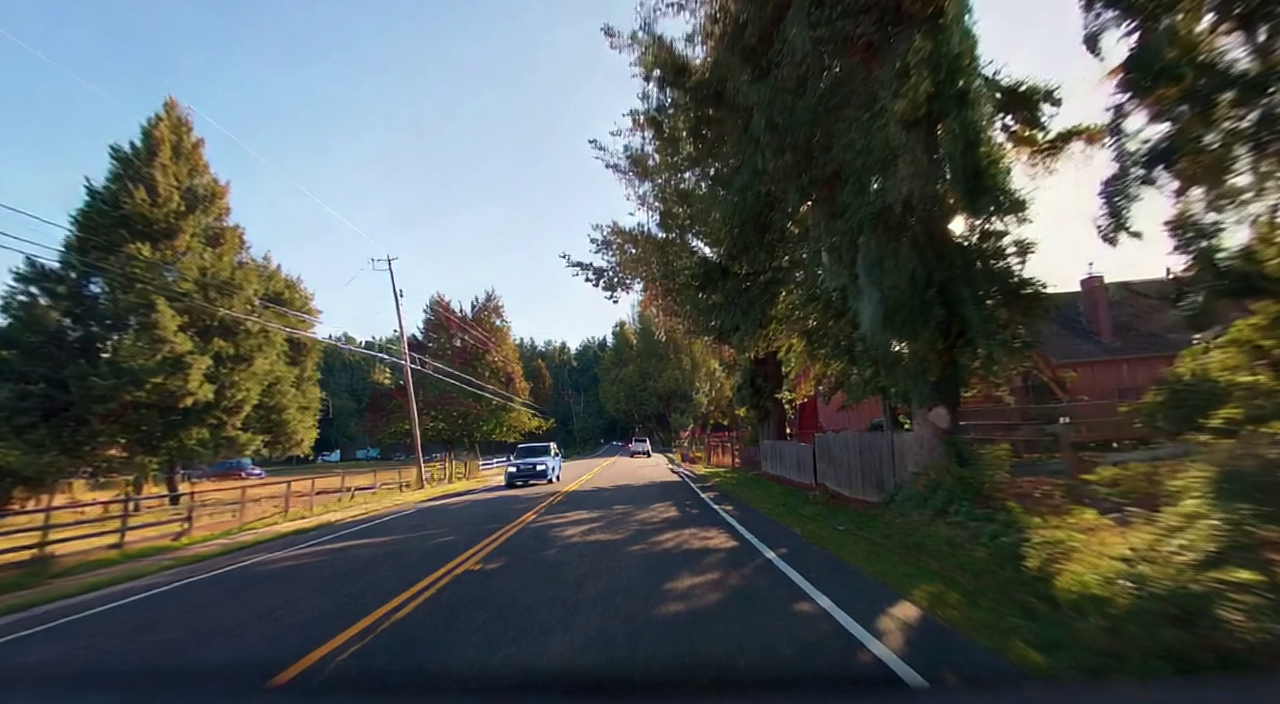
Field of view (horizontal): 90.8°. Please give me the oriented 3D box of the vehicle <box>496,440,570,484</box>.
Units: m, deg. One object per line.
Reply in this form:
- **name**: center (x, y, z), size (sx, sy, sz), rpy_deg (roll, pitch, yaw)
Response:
- **vehicle**: center (-4.021, 4.211, 24.499), size (2.093, 1.563, 4.142), rpy_deg (0, -8, 1)
